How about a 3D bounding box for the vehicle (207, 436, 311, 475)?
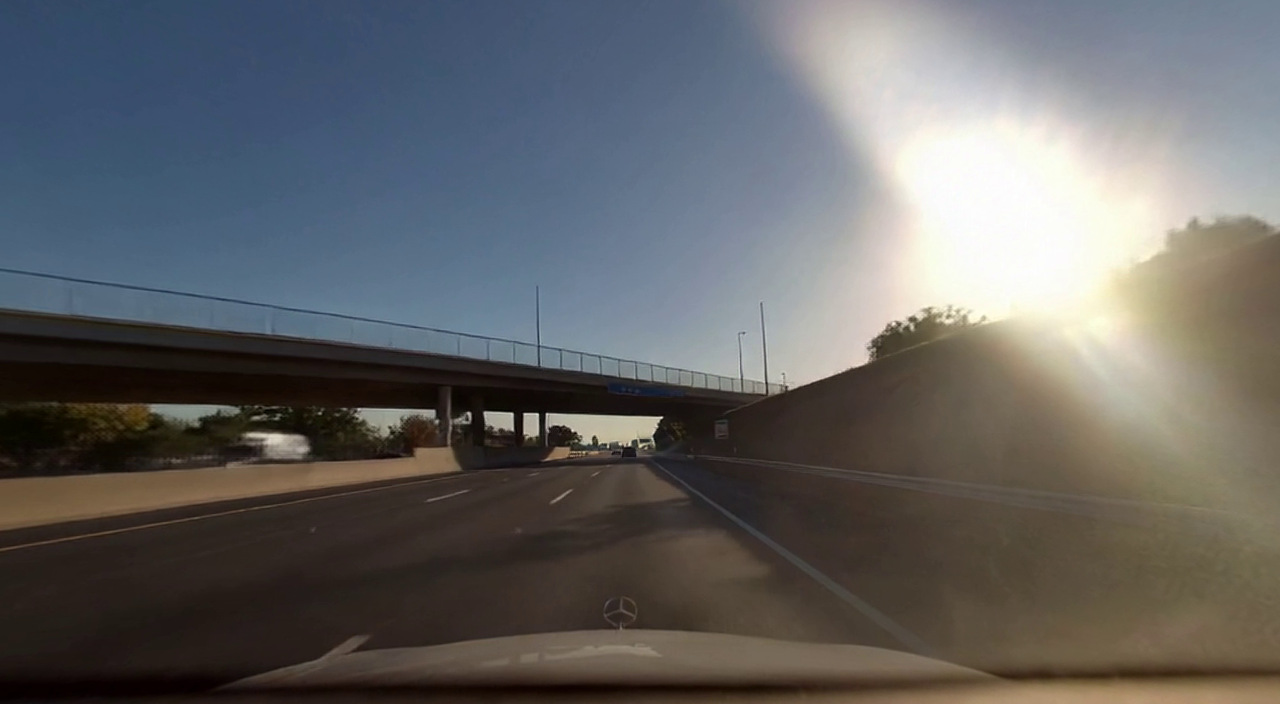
[{"bbox_3d":[-23.616,6.462,39.410,2.725,2.181,5.997,0,-9,0],"label":"vehicle"}]
